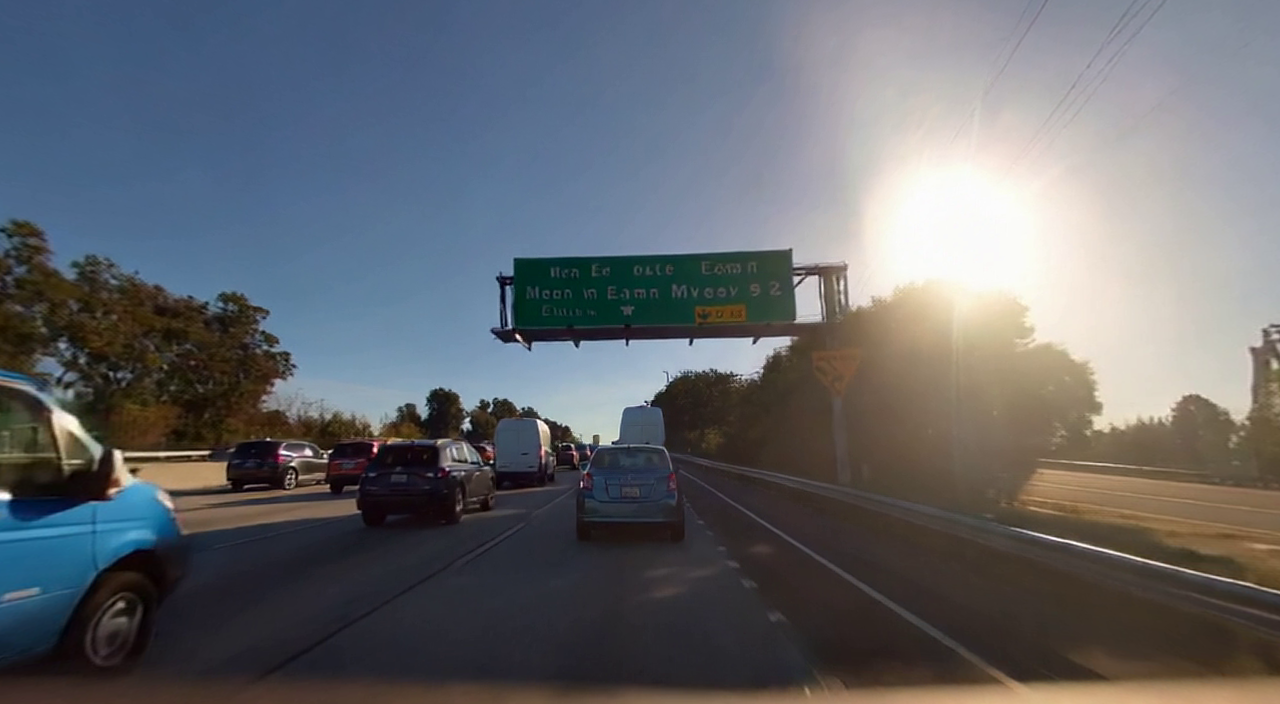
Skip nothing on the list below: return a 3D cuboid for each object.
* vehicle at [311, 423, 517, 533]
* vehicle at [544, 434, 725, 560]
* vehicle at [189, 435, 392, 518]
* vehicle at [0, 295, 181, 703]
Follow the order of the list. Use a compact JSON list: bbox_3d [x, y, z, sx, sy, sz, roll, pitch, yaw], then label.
[{"bbox_3d":[-3.888,2.243,11.823,2.114,1.657,4.432,0,-8,2],"label":"vehicle"},{"bbox_3d":[-0.053,1.951,9.220,2.054,1.421,4.090,0,-8,0],"label":"vehicle"},{"bbox_3d":[-7.272,2.608,13.704,1.851,1.497,4.296,0,-8,2],"label":"vehicle"},{"bbox_3d":[-3.918,0.541,1.465,2.142,1.952,4.556,0,-8,1],"label":"vehicle"}]
